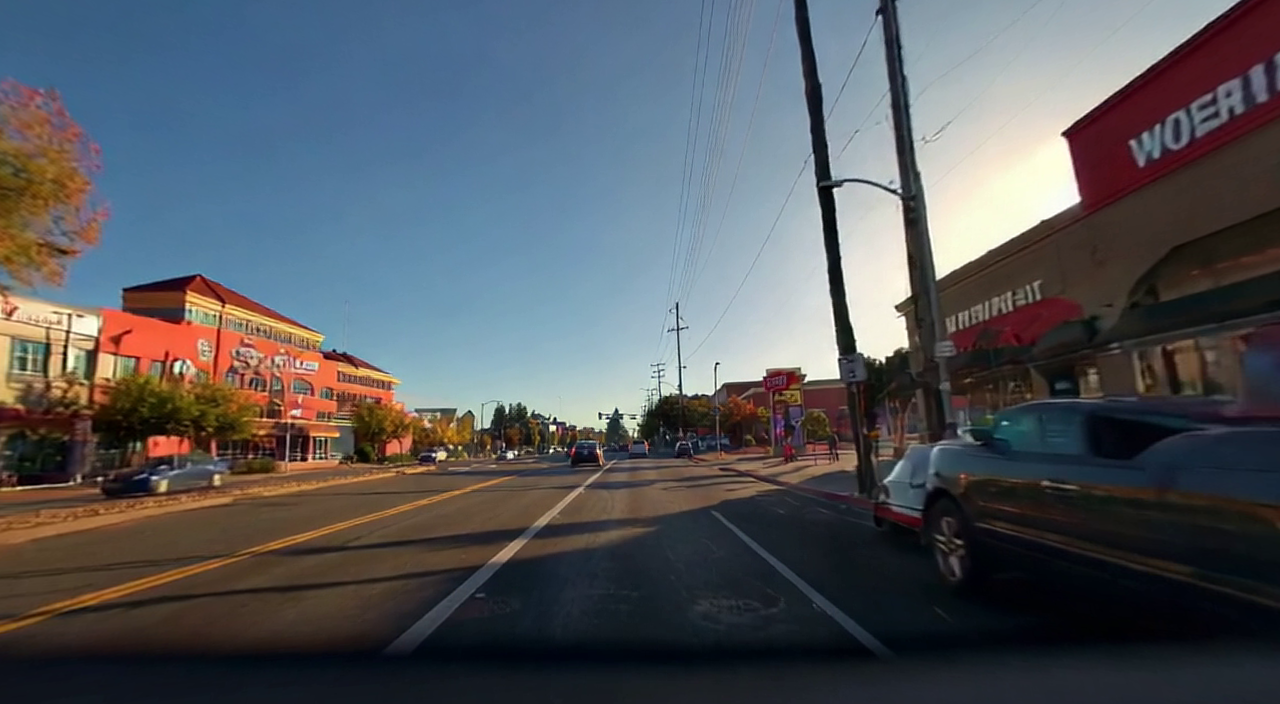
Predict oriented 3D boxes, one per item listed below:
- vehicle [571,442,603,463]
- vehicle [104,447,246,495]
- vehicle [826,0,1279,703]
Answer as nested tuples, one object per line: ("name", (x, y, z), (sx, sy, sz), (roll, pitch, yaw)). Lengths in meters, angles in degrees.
("vehicle", (-3.937, 7.624, 47.901), (2.179, 1.490, 4.742), (0, -9, -2))
("vehicle", (-18.511, 4.715, 25.514), (2.144, 1.725, 4.716), (0, -9, 0))
("vehicle", (3.874, 0.300, 3.958), (3.089, 3.207, 7.611), (0, -9, 0))
